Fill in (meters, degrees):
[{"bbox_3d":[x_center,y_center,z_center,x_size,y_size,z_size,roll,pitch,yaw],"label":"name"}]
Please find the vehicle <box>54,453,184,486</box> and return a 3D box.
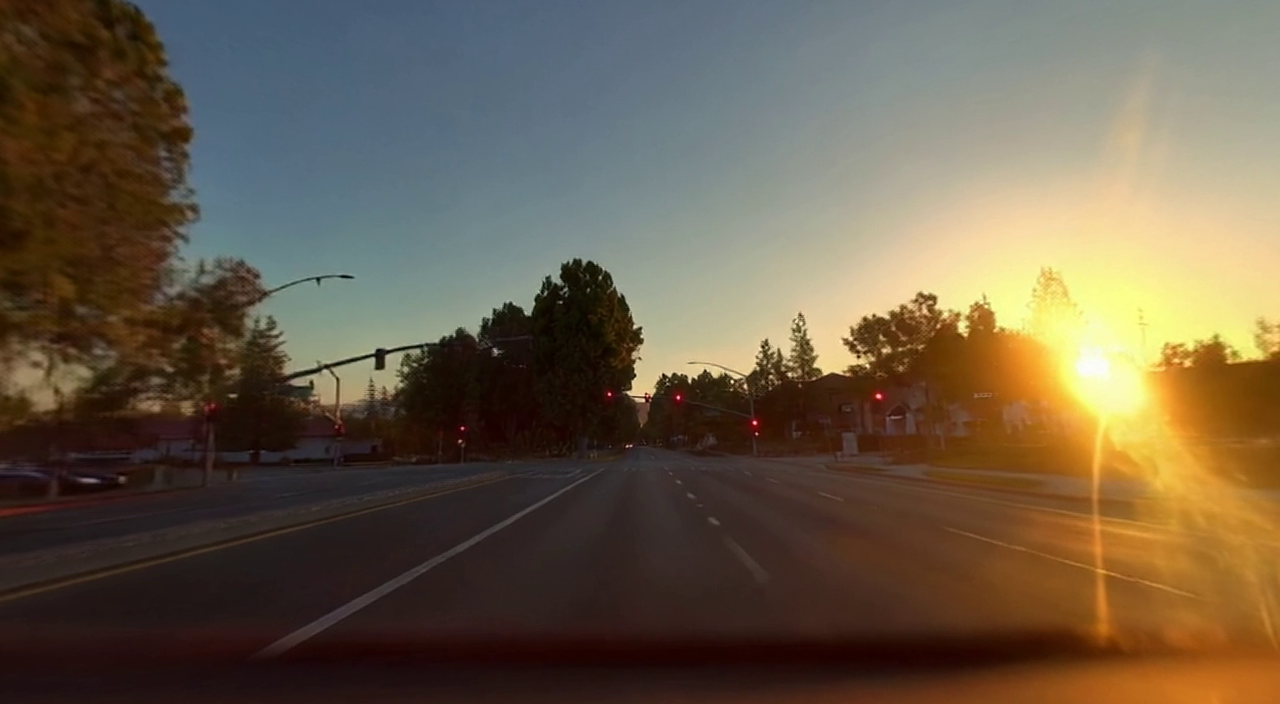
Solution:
[{"bbox_3d":[-30.802,6.939,37.519,5.418,1.823,2.531,0,-9,-2],"label":"vehicle"}]
